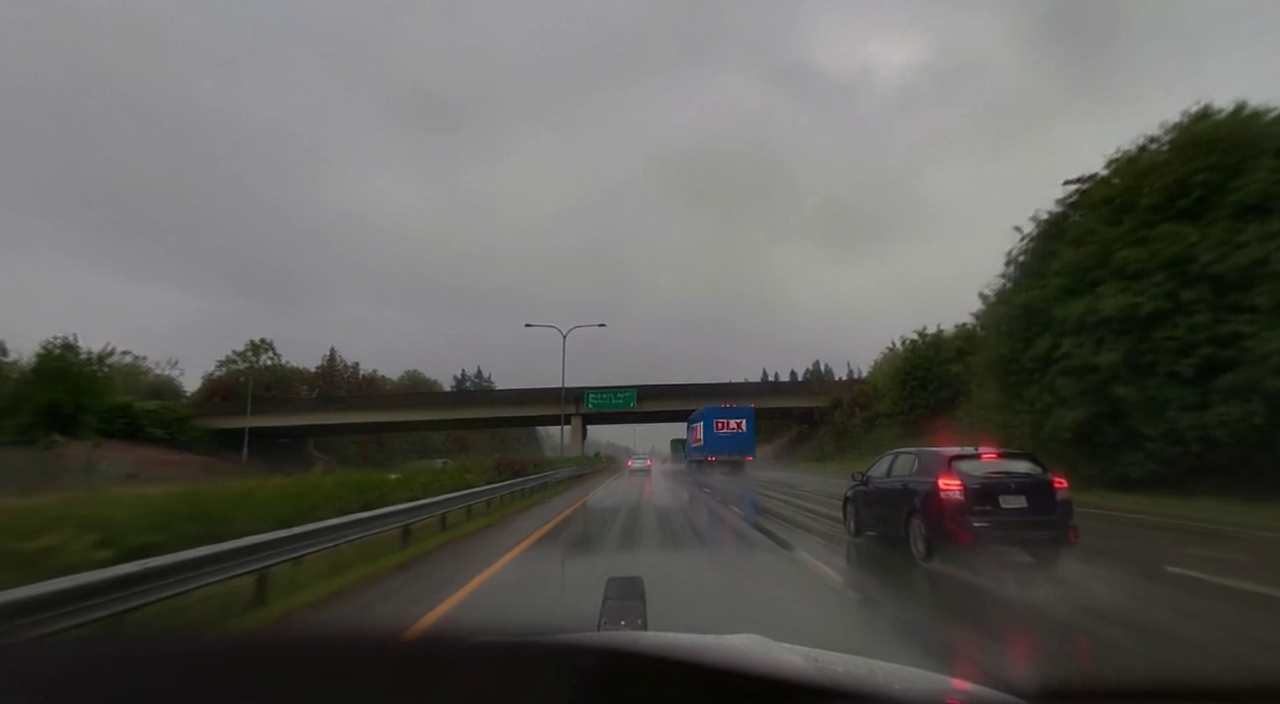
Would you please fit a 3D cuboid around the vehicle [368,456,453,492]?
[{"bbox_3d":[-9.922,5.289,27.629,1.937,1.415,4.356,-1,-9,3],"label":"vehicle"}]

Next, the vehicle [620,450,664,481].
[{"bbox_3d":[0.086,5.614,31.377,2.055,1.445,3.661,0,-9,0],"label":"vehicle"}]

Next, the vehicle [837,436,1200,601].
[{"bbox_3d":[4.050,1.818,7.785,1.894,1.452,4.164,0,-9,0],"label":"vehicle"}]

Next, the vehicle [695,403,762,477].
[{"bbox_3d":[5.128,5.356,38.023,2.838,3.985,8.010,0,-9,0],"label":"vehicle"}]
